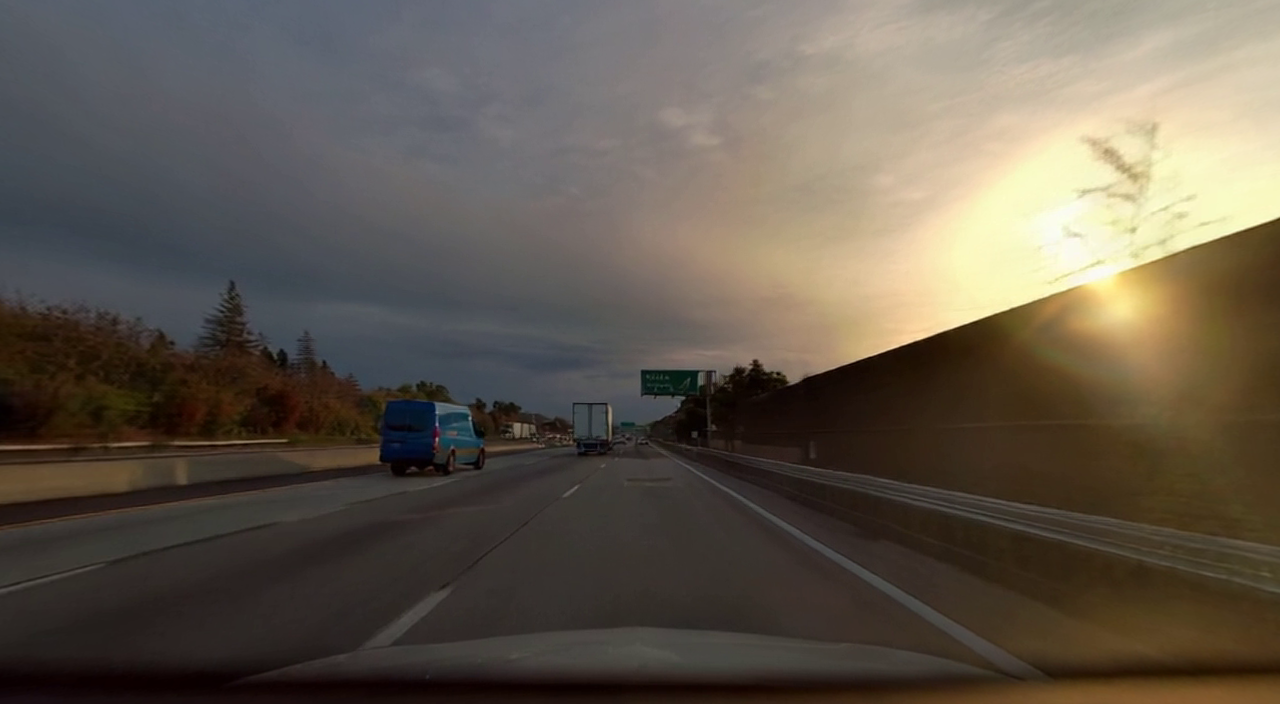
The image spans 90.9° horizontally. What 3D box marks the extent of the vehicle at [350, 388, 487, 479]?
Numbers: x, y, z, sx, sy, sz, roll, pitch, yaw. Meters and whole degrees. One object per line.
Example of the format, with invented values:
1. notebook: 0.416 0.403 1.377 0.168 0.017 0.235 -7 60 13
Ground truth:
1. vehicle: -7.656 2.952 22.871 2.396 2.763 6.935 0 -8 0

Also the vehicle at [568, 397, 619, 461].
1. vehicle: -3.190 5.636 45.897 3.173 4.185 8.360 0 -8 -1
